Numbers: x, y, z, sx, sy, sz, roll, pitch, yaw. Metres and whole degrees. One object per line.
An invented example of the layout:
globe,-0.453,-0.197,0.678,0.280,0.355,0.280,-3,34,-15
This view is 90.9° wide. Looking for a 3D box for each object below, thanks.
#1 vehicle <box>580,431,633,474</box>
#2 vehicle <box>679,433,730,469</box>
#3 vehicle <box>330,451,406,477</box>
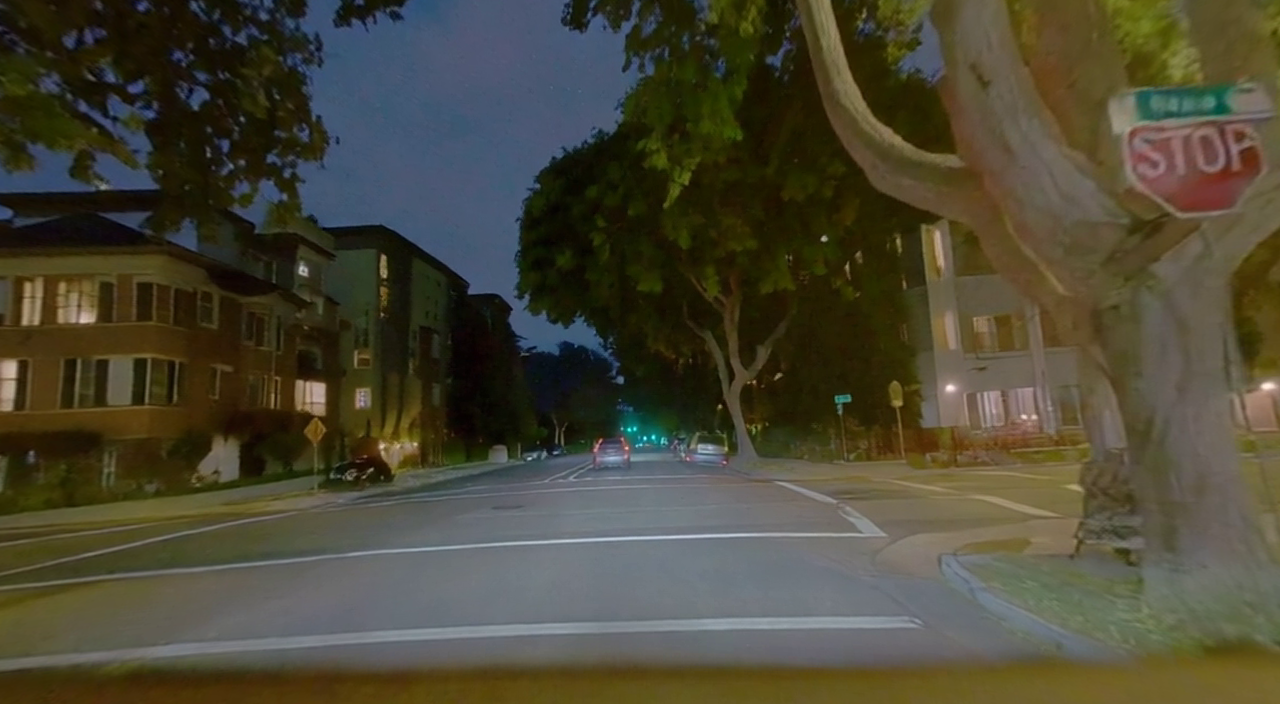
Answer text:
vehicle,-1.380,4.428,27.994,2.172,1.722,4.201,0,-8,0
vehicle,3.099,4.860,31.074,1.987,1.608,3.883,0,-8,-2
vehicle,-16.938,6.971,39.364,3.806,1.501,1.892,0,-9,1
